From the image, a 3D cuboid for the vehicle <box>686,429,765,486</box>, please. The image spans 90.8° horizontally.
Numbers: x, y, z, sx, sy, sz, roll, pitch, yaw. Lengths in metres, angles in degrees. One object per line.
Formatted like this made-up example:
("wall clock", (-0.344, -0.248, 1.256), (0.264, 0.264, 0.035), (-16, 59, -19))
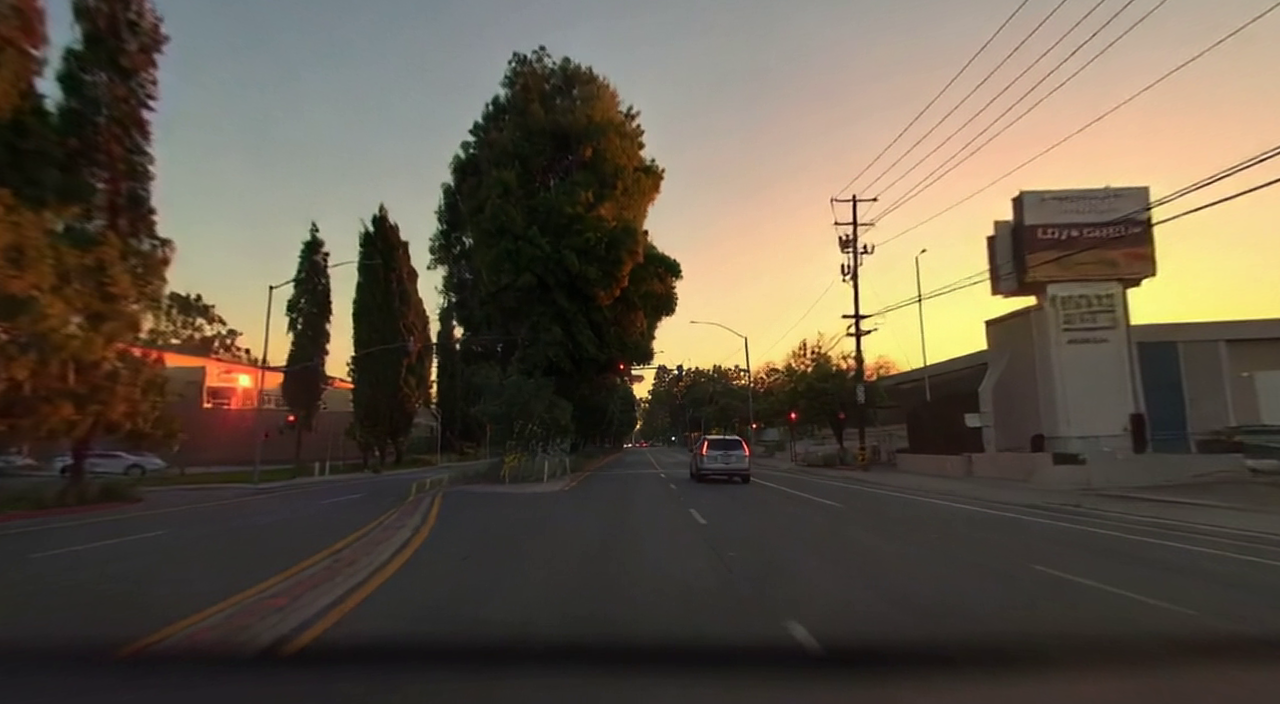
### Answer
("vehicle", (2.925, 3.757, 22.751), (2.060, 1.820, 4.713), (0, -9, -2))
